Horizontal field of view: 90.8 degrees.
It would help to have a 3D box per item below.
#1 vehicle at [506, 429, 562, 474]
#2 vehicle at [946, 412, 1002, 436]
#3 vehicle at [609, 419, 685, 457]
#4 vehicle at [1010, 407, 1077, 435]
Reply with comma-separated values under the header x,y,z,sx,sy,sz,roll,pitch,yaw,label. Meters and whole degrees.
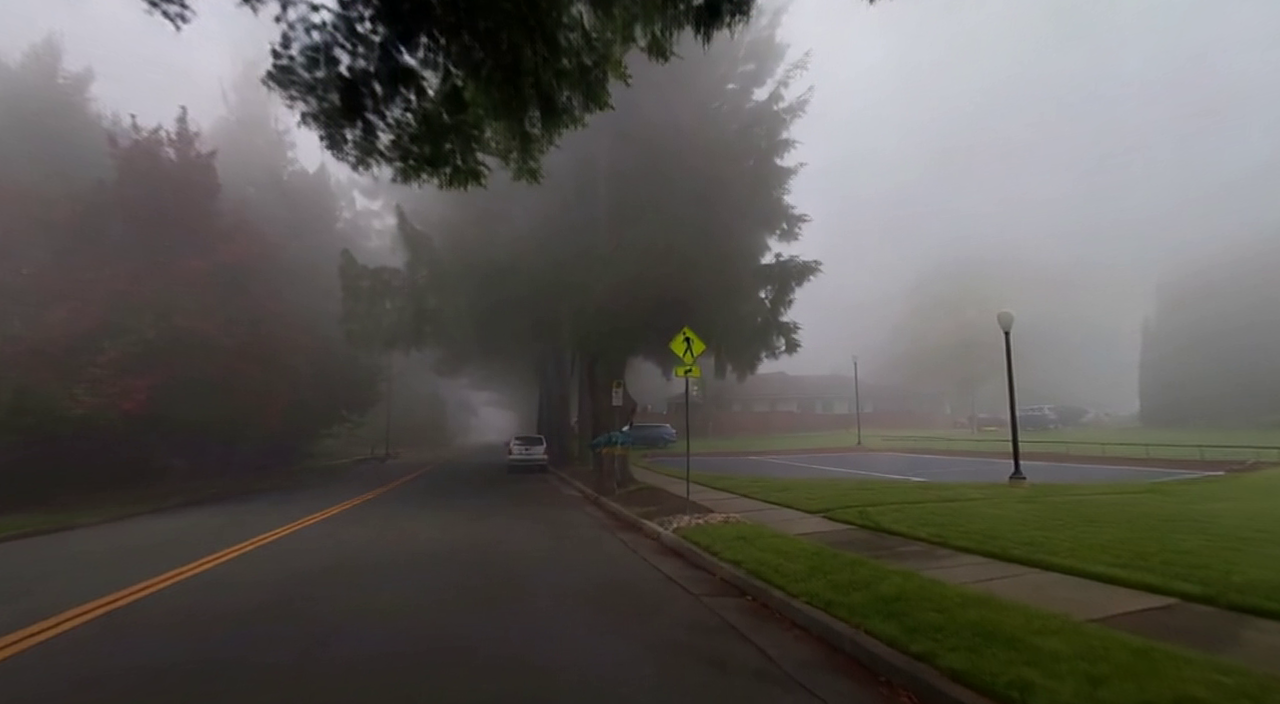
x,y,z,sx,sy,sz,roll,pitch,yaw,label
-4.755,4.347,27.827,2.204,1.776,4.262,2,-9,-12,vehicle
24.047,5.209,45.409,4.245,1.601,1.912,7,-11,-39,vehicle
0.488,5.155,38.013,1.954,1.696,4.390,-9,-5,44,vehicle
25.121,4.343,39.306,4.481,1.634,1.973,6,-11,-37,vehicle
